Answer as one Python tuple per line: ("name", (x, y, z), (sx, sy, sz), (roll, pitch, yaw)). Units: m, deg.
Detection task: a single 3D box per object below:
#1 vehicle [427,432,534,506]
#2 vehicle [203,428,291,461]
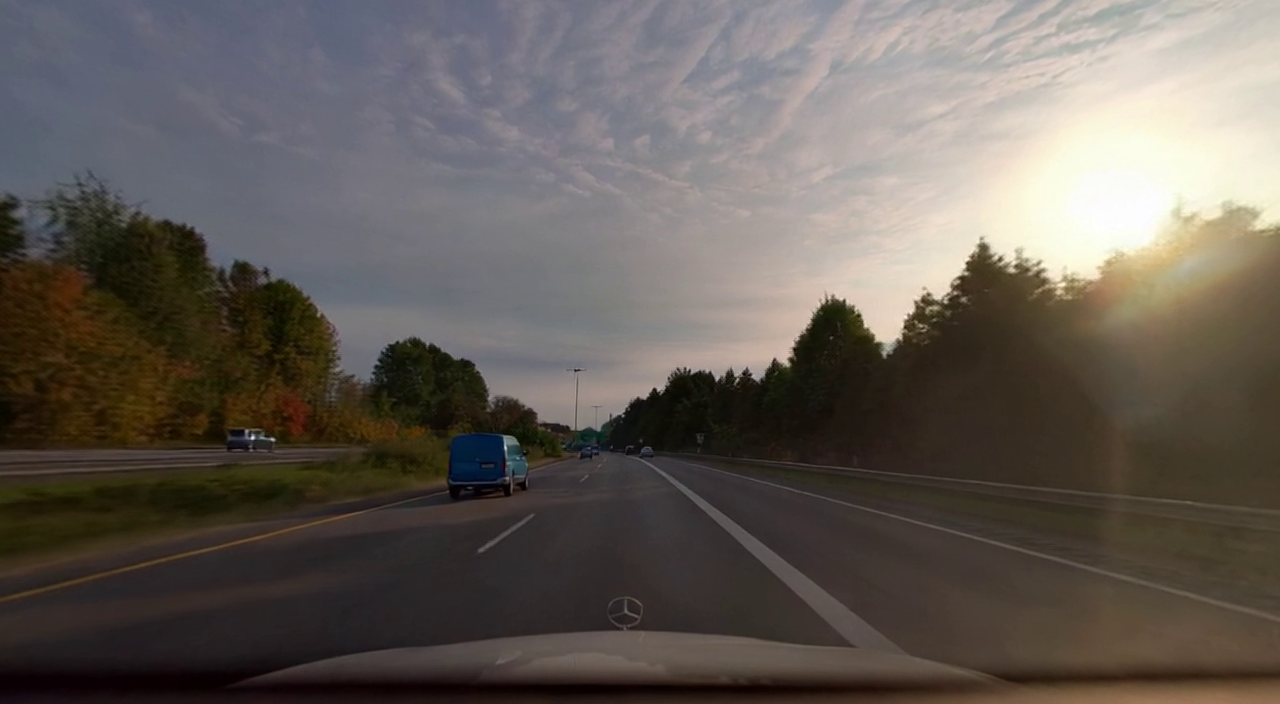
("vehicle", (-4.320, 3.241, 17.831), (1.971, 1.795, 4.389), (0, -9, -1))
("vehicle", (-18.672, 4.436, 30.141), (1.879, 1.492, 3.607), (0, -9, 0))
